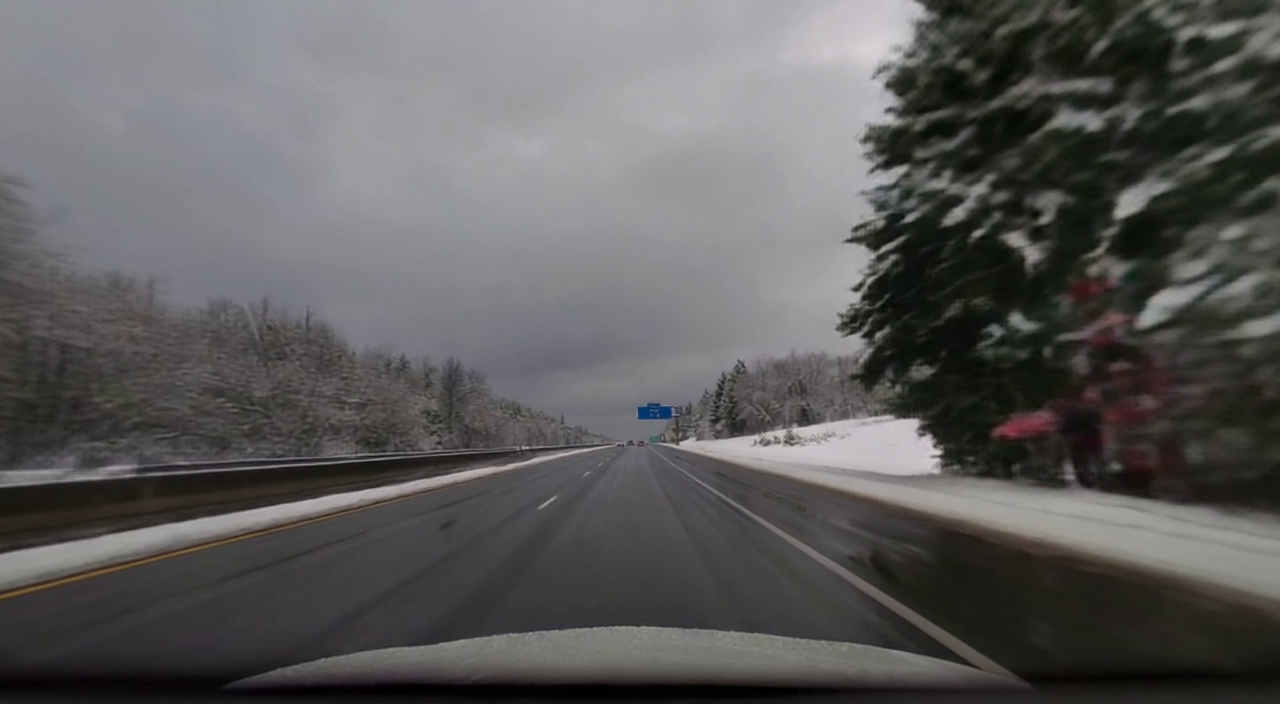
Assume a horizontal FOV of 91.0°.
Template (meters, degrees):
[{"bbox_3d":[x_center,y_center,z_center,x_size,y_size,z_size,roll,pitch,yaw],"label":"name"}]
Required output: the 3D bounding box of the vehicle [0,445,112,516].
[{"bbox_3d":[-16.304,3.247,16.167,1.892,1.661,4.143,0,-8,-1],"label":"vehicle"}]
